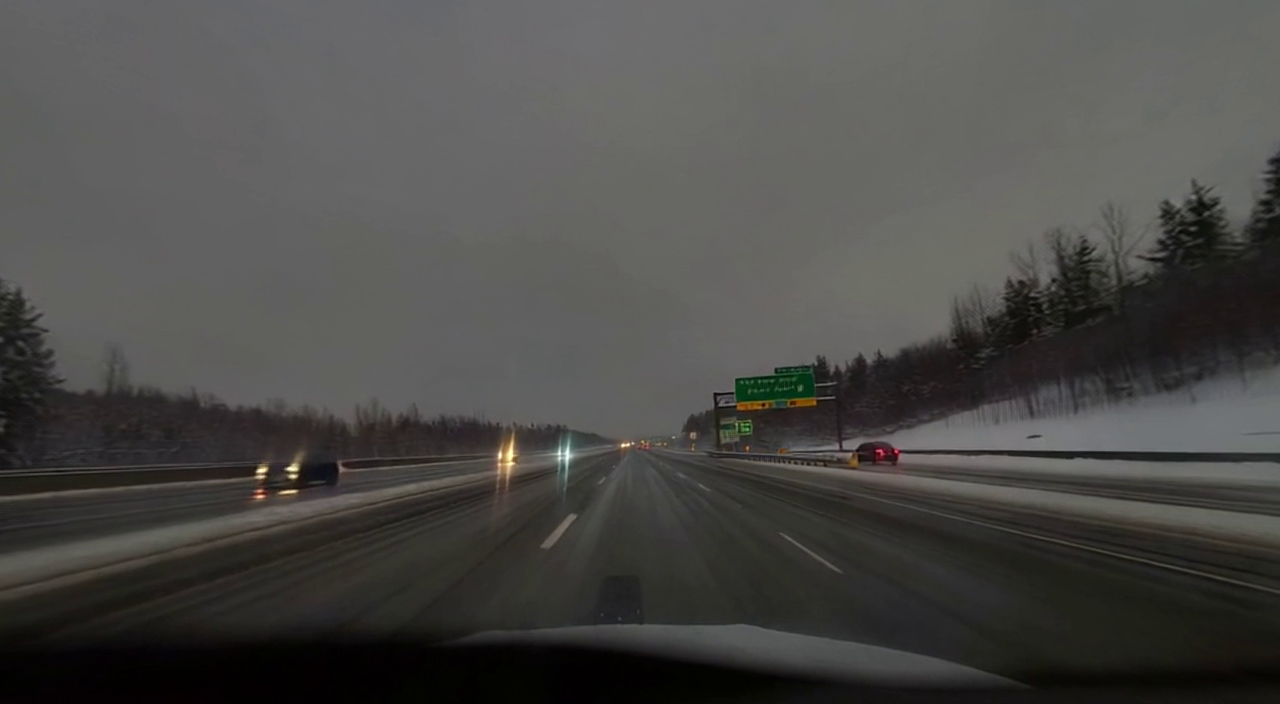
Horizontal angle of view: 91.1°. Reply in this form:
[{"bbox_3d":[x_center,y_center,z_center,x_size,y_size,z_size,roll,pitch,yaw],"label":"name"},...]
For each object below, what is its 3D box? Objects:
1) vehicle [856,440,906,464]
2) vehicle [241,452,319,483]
[{"bbox_3d":[15.199,6.323,39.786,1.699,1.453,3.689,-1,-9,0],"label":"vehicle"},{"bbox_3d":[-20.255,6.492,35.573,1.855,1.552,4.257,-1,-9,0],"label":"vehicle"}]
